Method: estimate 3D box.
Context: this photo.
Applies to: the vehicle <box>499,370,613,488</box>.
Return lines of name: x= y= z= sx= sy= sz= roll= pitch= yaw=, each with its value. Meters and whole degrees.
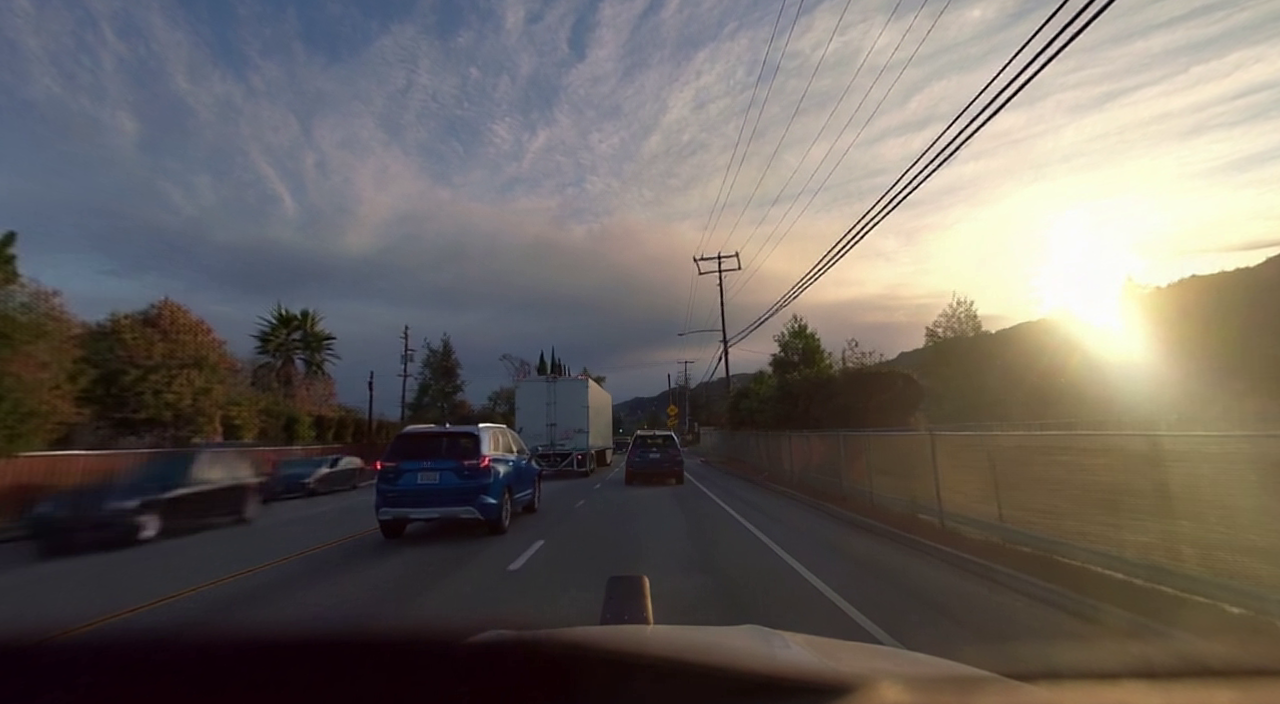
vehicle: x=-2.831 y=3.202 z=25.081 sx=2.928 sy=3.658 sz=10.953 roll=0 pitch=-9 yaw=0

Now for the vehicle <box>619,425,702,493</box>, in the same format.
vehicle: x=0.562 y=3.116 z=18.552 sx=2.174 sy=1.749 sz=4.113 roll=0 pitch=-9 yaw=1

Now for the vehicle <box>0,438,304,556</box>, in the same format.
vehicle: x=-8.532 y=2.499 z=11.718 sx=1.962 sy=1.720 sz=4.658 roll=0 pitch=-9 yaw=0

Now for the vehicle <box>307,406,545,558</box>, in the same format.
vehicle: x=-2.944 y=1.922 z=9.973 sx=2.093 sy=1.832 sz=4.508 roll=0 pitch=-9 yaw=1
